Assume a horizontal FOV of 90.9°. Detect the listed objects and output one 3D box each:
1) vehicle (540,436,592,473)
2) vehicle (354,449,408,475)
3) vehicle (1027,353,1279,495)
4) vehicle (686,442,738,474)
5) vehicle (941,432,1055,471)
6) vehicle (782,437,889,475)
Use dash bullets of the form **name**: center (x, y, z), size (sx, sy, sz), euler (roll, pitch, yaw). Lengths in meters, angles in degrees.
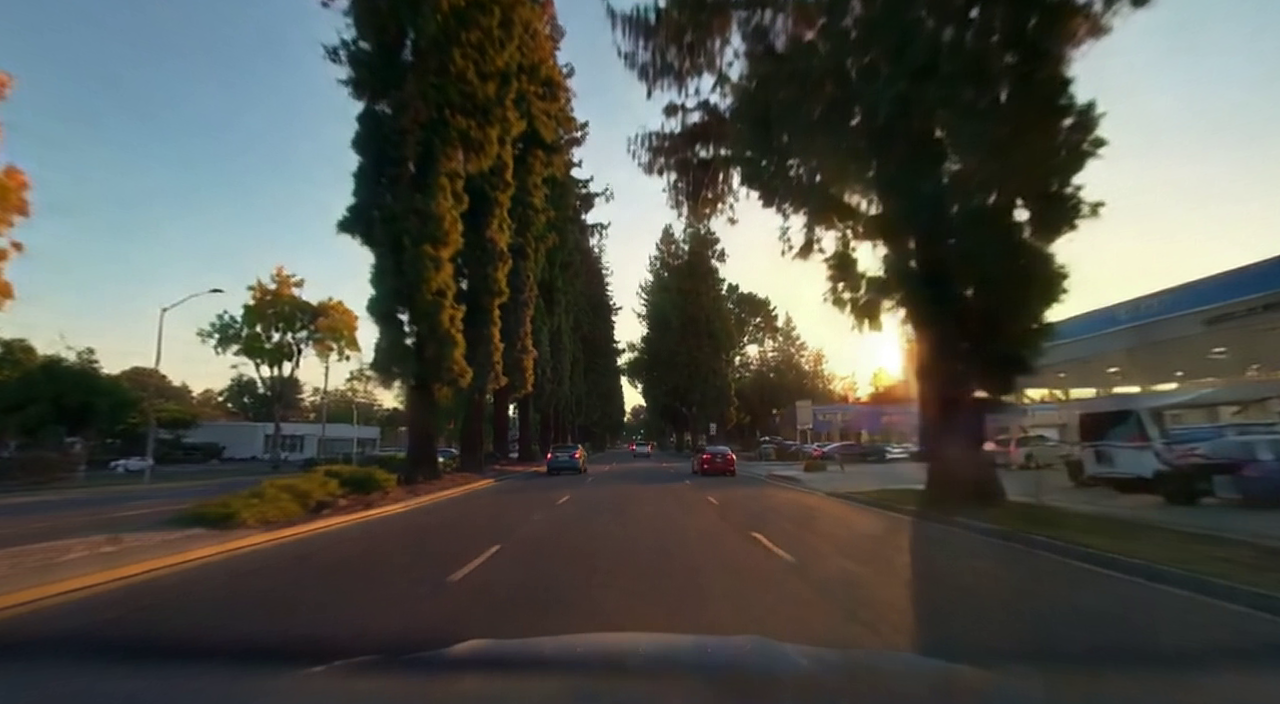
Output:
- **vehicle**: center (-3.621, 5.105, 31.591), size (2.051, 1.747, 4.370), euler (0, -8, 1)
- **vehicle**: center (-16.046, 6.764, 38.969), size (1.839, 1.478, 4.437), euler (7, -11, -38)
- **vehicle**: center (15.469, 2.243, 18.125), size (3.133, 3.133, 8.198), euler (-1, -9, -2)
- **vehicle**: center (3.508, 5.281, 31.642), size (2.010, 1.486, 4.498), euler (0, -8, -1)
- **vehicle**: center (16.970, 4.722, 30.045), size (4.107, 1.487, 1.937), euler (-5, -7, 2)
- **vehicle**: center (9.554, 5.098, 31.045), size (4.526, 1.768, 2.056), euler (1, -9, -9)
